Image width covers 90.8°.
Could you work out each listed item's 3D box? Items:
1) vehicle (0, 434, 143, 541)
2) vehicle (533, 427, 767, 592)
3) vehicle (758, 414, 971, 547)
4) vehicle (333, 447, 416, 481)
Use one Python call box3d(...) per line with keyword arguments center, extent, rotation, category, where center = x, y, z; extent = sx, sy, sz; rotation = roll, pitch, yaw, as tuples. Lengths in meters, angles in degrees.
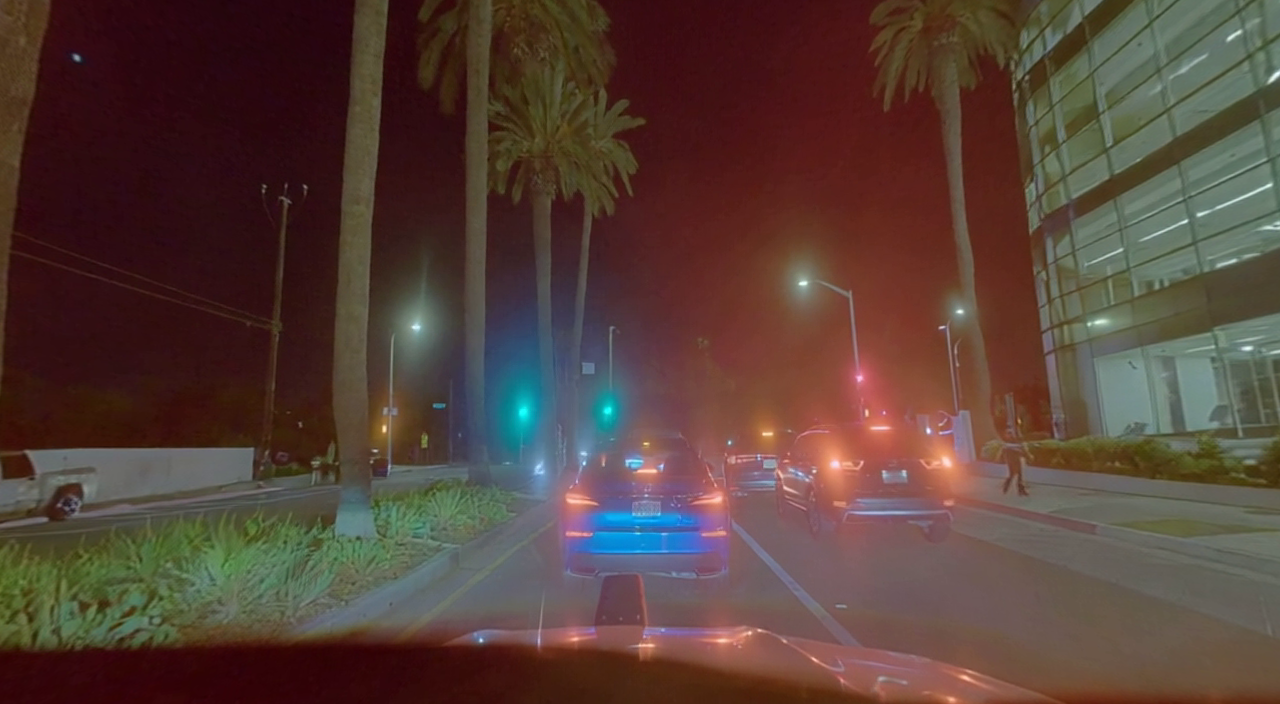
box3d(center=(-13.057, 2.718, 12.293), extent=(2.240, 1.964, 5.707), rotation=(-6, -8, 0), category="vehicle")
box3d(center=(0.133, 1.714, 7.715), extent=(2.088, 1.452, 3.993), rotation=(0, -8, 1), category="vehicle")
box3d(center=(3.374, 2.020, 10.564), extent=(2.003, 1.733, 4.319), rotation=(0, -8, 1), category="vehicle")
box3d(center=(-13.176, 5.566, 31.723), extent=(1.965, 1.507, 4.725), rotation=(-1, -8, 2), category="vehicle")
